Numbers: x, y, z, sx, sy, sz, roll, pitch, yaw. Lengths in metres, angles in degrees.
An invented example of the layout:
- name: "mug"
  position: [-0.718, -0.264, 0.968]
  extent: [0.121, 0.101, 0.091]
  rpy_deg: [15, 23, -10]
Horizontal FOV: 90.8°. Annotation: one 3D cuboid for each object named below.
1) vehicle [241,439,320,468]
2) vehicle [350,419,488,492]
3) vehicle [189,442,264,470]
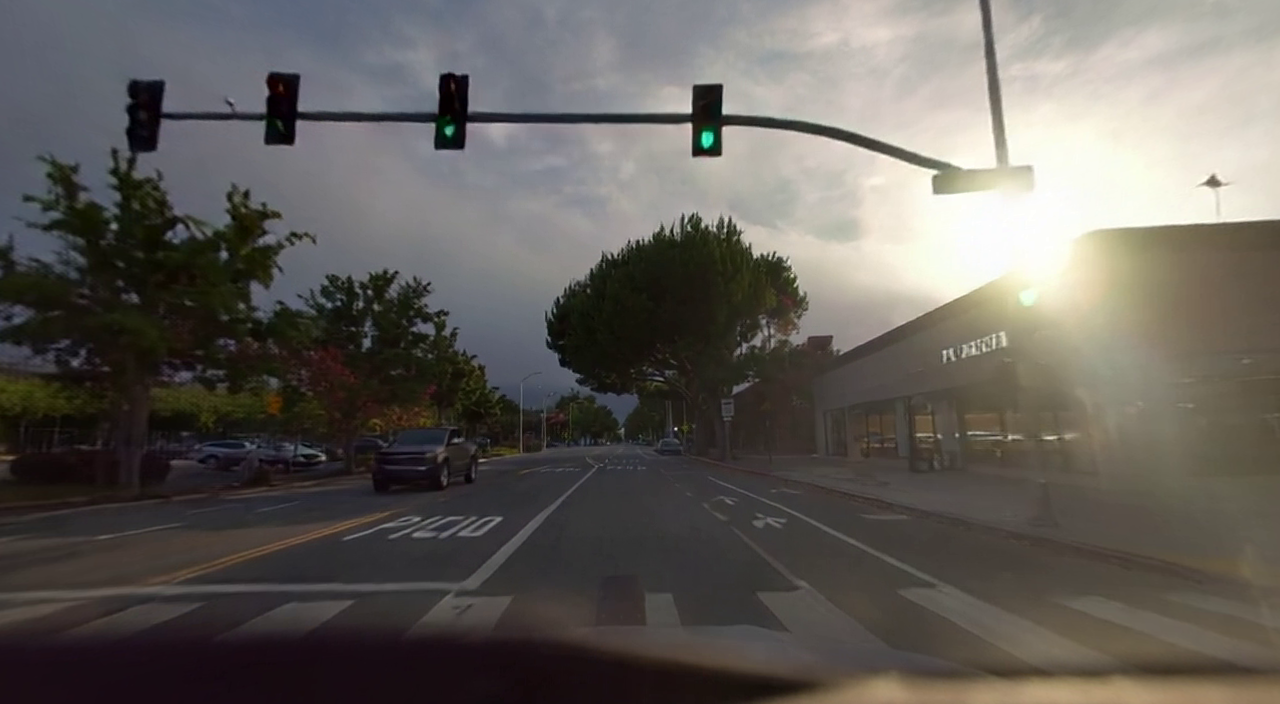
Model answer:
- name: "vehicle"
  position: [-20.464, 5.774, 36.164]
  extent: [1.981, 1.510, 4.439]
  rpy_deg: [0, -8, -1]
- name: "vehicle"
  position: [-6.614, 3.179, 19.753]
  extent: [2.545, 1.943, 5.168]
  rpy_deg: [0, -8, -1]
- name: "vehicle"
  position: [-23.057, 5.758, 35.385]
  extent: [1.739, 1.373, 3.759]
  rpy_deg: [0, -7, -2]
